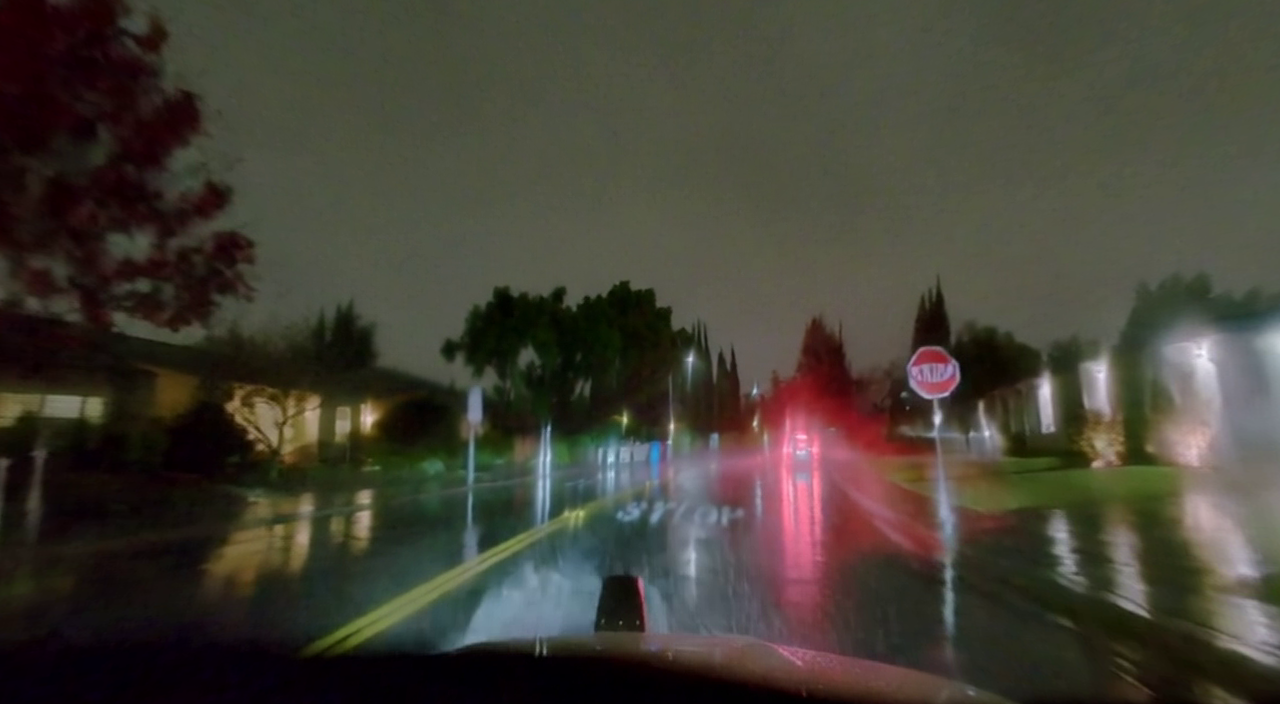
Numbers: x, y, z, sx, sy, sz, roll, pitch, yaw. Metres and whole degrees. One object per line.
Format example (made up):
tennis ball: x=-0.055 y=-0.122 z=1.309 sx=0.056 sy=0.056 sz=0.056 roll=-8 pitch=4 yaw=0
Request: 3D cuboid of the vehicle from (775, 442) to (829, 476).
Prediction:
vehicle: x=7.872 y=5.086 z=30.305 sx=2.045 sy=1.478 sz=4.914 roll=-3 pitch=-9 yaw=19

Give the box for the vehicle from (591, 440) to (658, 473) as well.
vehicle: x=-0.767 y=5.788 z=35.283 sx=2.030 sy=1.696 sz=4.828 roll=-4 pitch=-9 yaw=21
